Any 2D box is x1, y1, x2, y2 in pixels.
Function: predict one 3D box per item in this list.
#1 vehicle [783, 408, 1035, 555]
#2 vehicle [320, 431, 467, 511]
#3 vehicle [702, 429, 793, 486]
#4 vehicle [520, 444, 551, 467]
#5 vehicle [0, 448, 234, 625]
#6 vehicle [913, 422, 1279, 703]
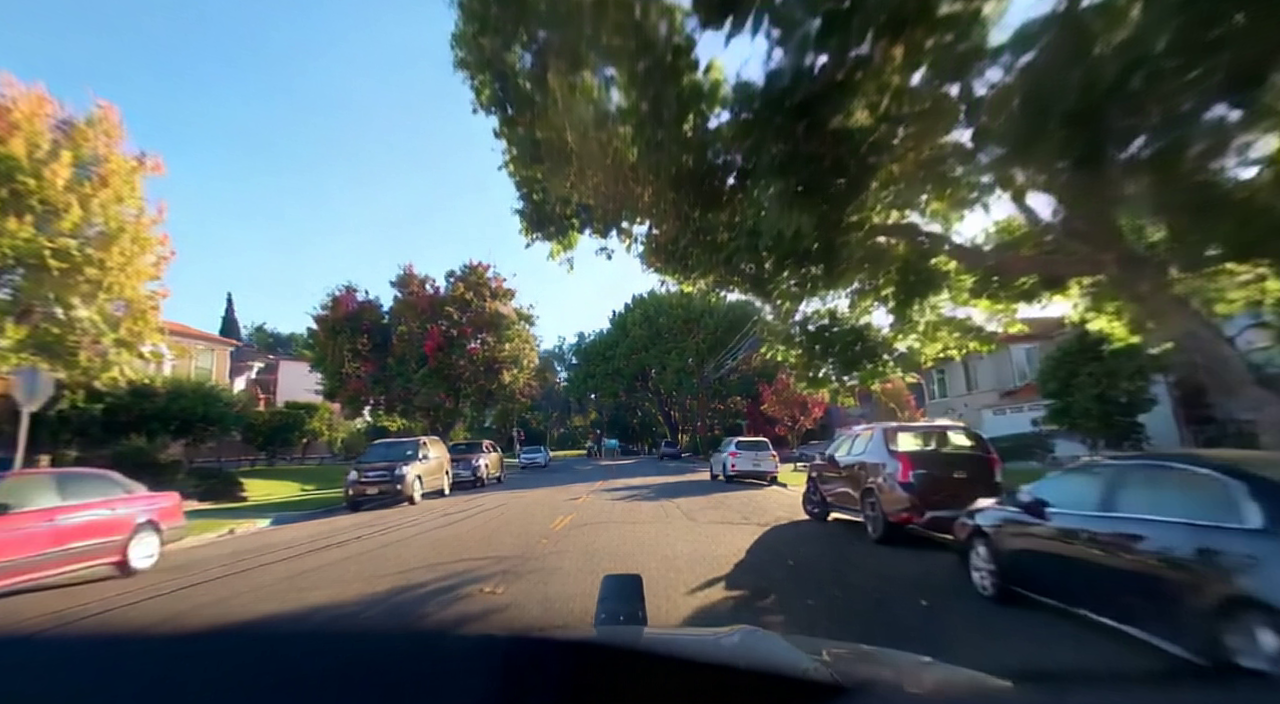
[{"bbox_3d":[3.724,1.862,9.750,1.889,1.736,4.185,0,-8,-2],"label":"vehicle"},{"bbox_3d":[-6.305,3.076,16.851,2.031,1.799,4.587,0,-8,0],"label":"vehicle"},{"bbox_3d":[3.655,3.712,22.640,2.178,1.757,5.495,0,-8,-1],"label":"vehicle"},{"bbox_3d":[-7.122,7.077,43.383,1.997,1.456,4.319,1,-8,-8],"label":"vehicle"},{"bbox_3d":[-6.389,1.682,6.147,2.031,1.454,4.410,0,-8,-2],"label":"vehicle"},{"bbox_3d":[3.685,1.240,4.223,1.763,1.432,4.323,0,-8,0],"label":"vehicle"}]
